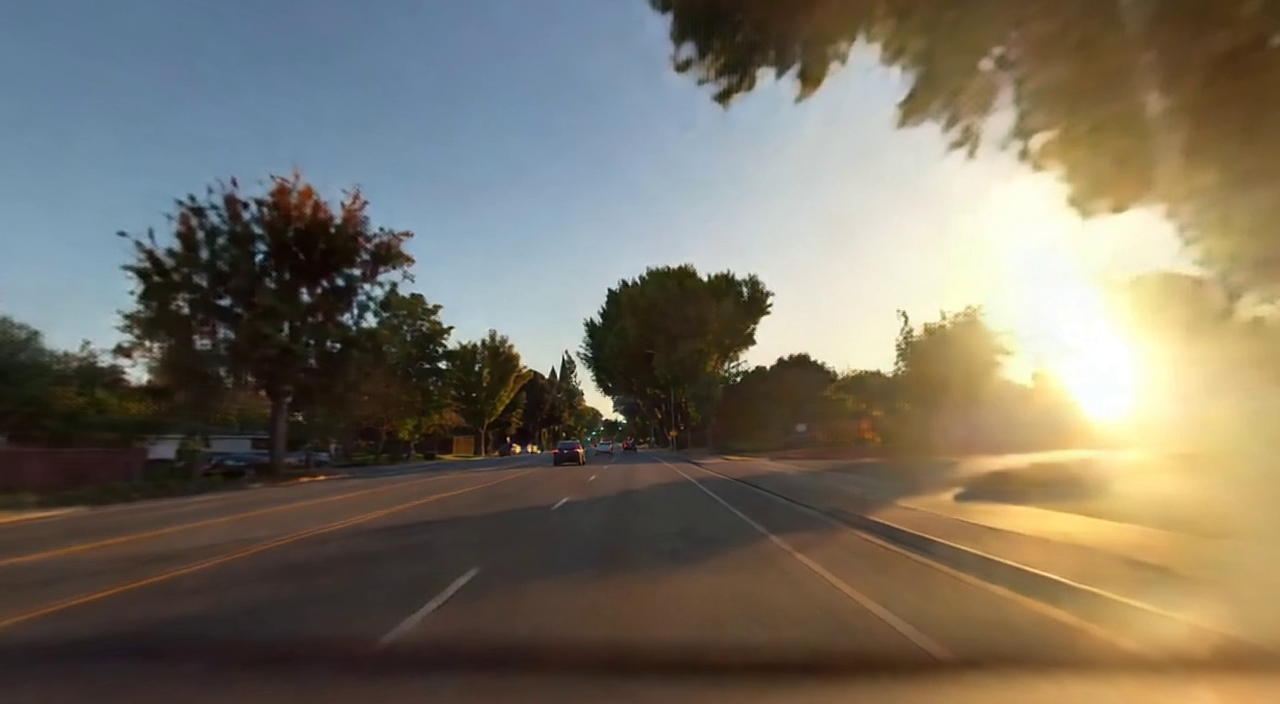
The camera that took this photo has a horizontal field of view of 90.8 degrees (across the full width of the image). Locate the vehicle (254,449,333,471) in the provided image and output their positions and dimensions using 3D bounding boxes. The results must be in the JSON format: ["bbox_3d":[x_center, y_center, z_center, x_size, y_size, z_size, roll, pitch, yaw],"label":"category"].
[{"bbox_3d":[-24.020,7.458,43.919,4.235,1.456,2.171,0,-8,1],"label":"vehicle"}]

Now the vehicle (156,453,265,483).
[{"bbox_3d":[-22.252,5.986,32.845,4.252,1.458,1.915,0,-8,1],"label":"vehicle"}]

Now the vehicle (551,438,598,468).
[{"bbox_3d":[-3.453,5.425,34.114,2.030,1.467,4.251,0,-8,0],"label":"vehicle"}]
